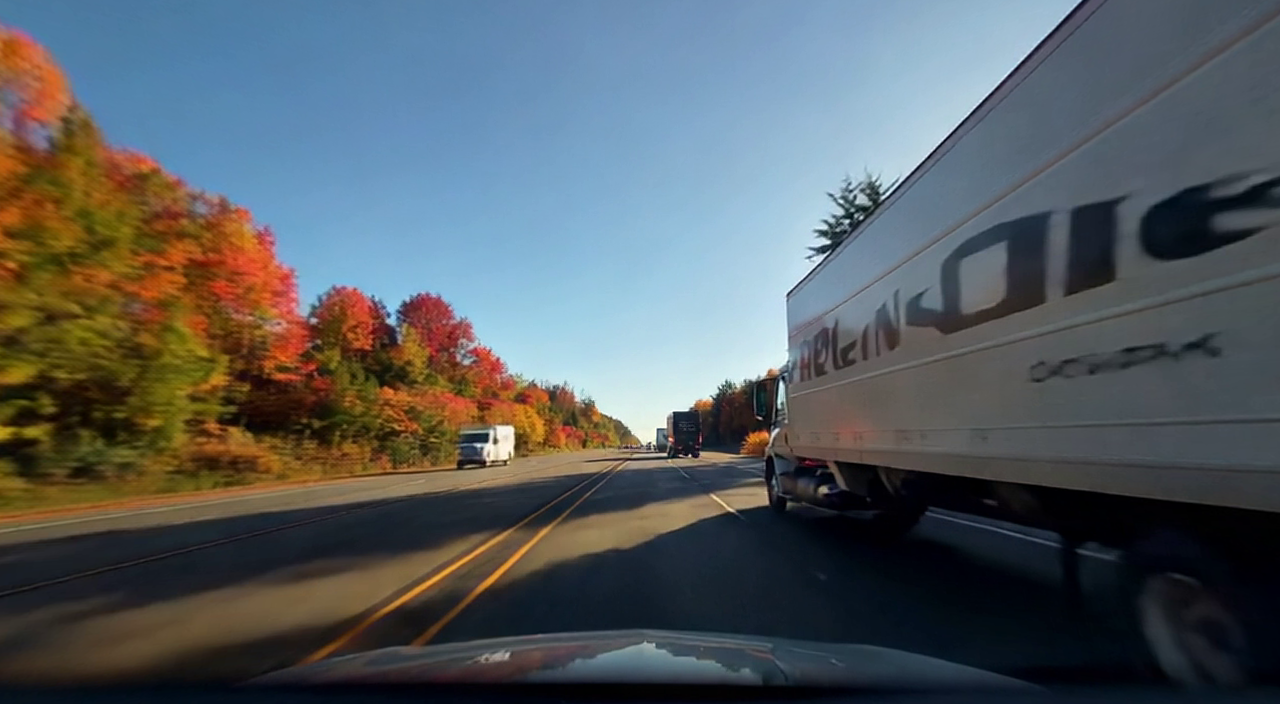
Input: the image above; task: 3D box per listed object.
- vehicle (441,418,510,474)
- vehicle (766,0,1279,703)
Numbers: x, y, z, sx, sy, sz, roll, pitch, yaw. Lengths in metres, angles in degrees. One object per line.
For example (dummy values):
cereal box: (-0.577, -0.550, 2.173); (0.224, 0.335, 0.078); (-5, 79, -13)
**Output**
vehicle: (-11.127, 6.450, 43.321); (2.698, 3.465, 7.279); (0, -8, 1)
vehicle: (4.107, 0.193, 5.750); (2.911, 4.117, 14.683); (0, -8, 0)
